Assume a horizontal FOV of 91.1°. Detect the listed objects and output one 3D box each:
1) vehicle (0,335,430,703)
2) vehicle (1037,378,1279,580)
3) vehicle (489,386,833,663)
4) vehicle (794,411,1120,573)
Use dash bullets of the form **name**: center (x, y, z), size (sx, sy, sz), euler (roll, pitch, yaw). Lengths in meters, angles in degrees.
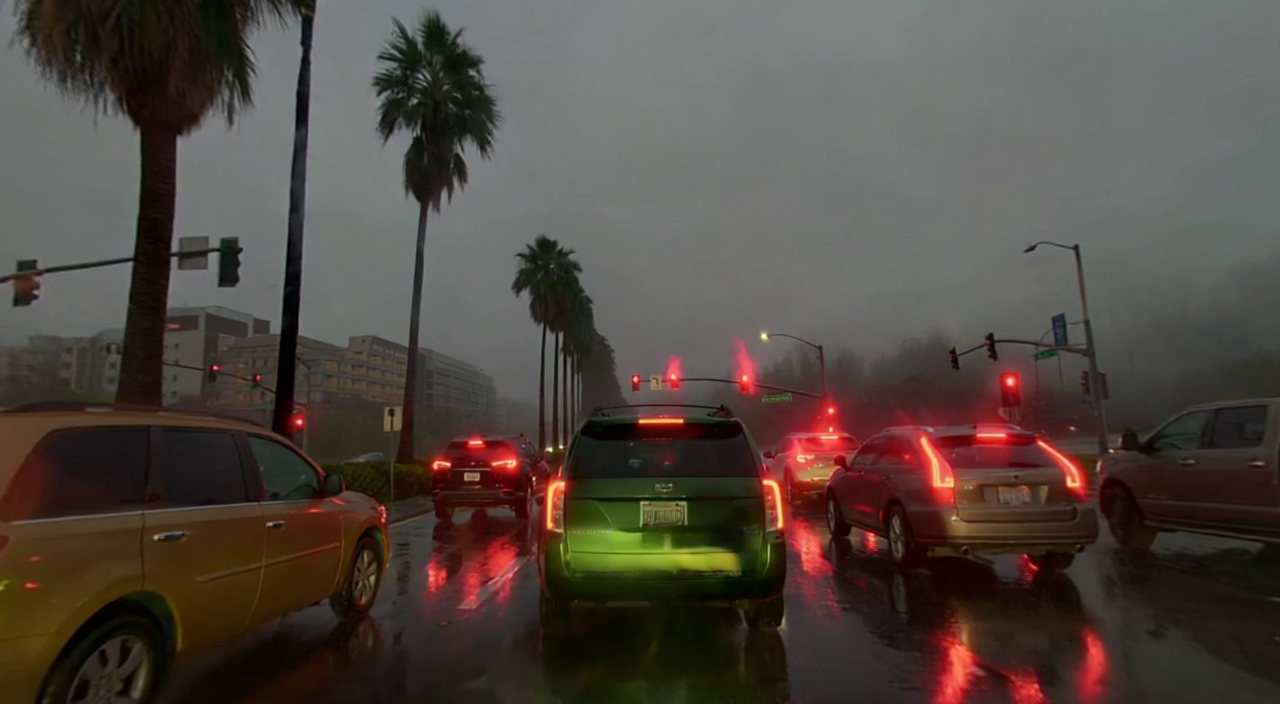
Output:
- **vehicle**: center (-3.161, 1.085, 3.902), size (2.171, 1.702, 4.416), euler (0, -9, 0)
- **vehicle**: center (7.327, 1.336, 6.805), size (2.337, 1.925, 5.728), euler (0, -8, 1)
- **vehicle**: center (0.160, 1.374, 6.037), size (2.123, 1.704, 4.128), euler (0, -8, 1)
- **vehicle**: center (4.001, 1.866, 9.294), size (2.072, 1.704, 5.170), euler (0, -8, -1)
